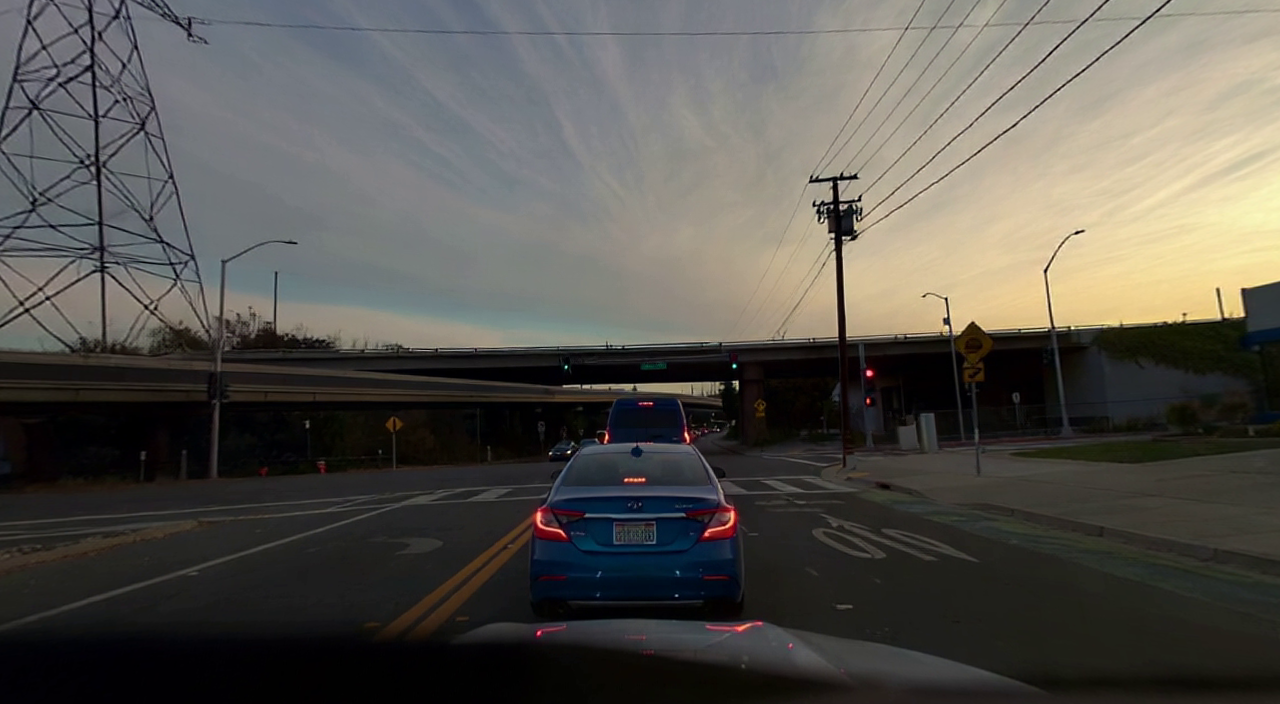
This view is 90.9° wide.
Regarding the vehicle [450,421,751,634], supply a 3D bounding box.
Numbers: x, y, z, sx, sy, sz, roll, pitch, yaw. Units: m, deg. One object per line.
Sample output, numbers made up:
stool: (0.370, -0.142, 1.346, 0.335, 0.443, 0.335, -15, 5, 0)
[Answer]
vehicle: (-0.236, 1.530, 6.463, 2.090, 1.458, 4.033, -1, -9, 1)
